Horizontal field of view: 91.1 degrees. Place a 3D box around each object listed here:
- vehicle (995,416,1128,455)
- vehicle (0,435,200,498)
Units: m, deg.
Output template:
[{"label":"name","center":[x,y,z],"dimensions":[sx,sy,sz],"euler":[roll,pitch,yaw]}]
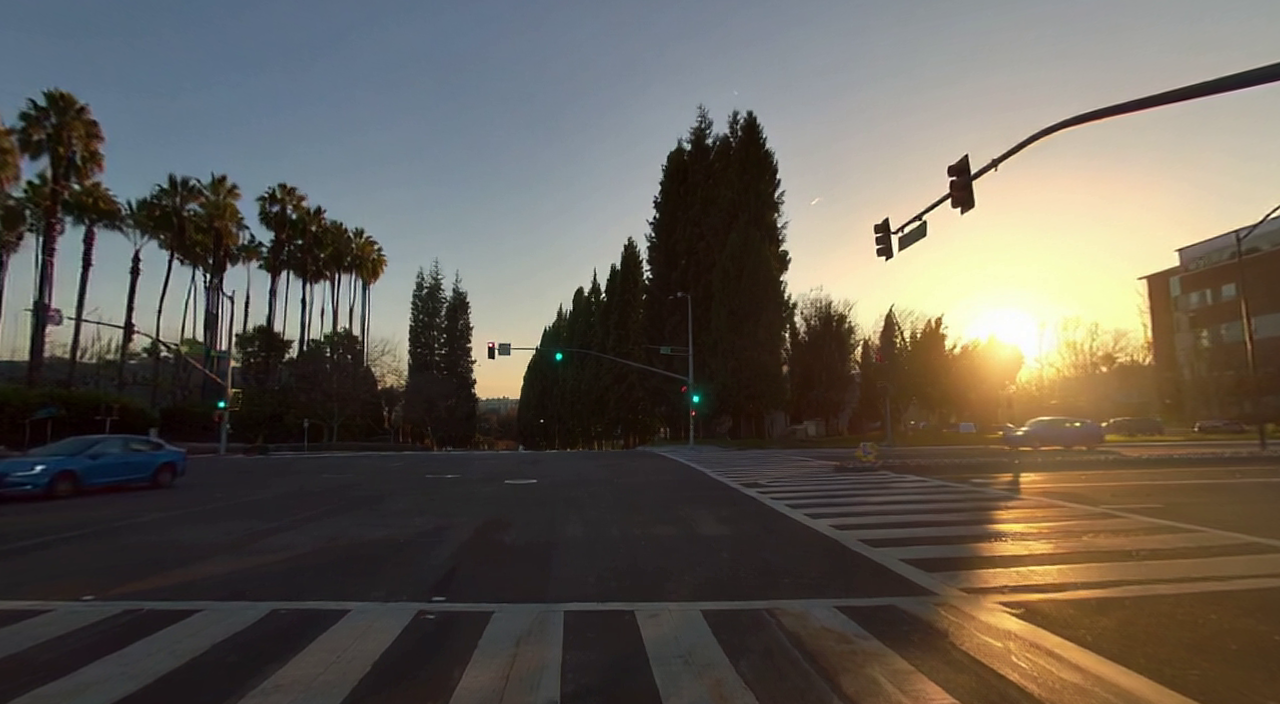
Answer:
[{"label":"vehicle","center":[19.898,3.980,29.783],"dimensions":[4.820,1.751,2.050],"euler":[0,-8,-1]},{"label":"vehicle","center":[-14.406,3.004,16.903],"dimensions":[2.042,1.472,4.345],"euler":[0,-8,-1]}]
